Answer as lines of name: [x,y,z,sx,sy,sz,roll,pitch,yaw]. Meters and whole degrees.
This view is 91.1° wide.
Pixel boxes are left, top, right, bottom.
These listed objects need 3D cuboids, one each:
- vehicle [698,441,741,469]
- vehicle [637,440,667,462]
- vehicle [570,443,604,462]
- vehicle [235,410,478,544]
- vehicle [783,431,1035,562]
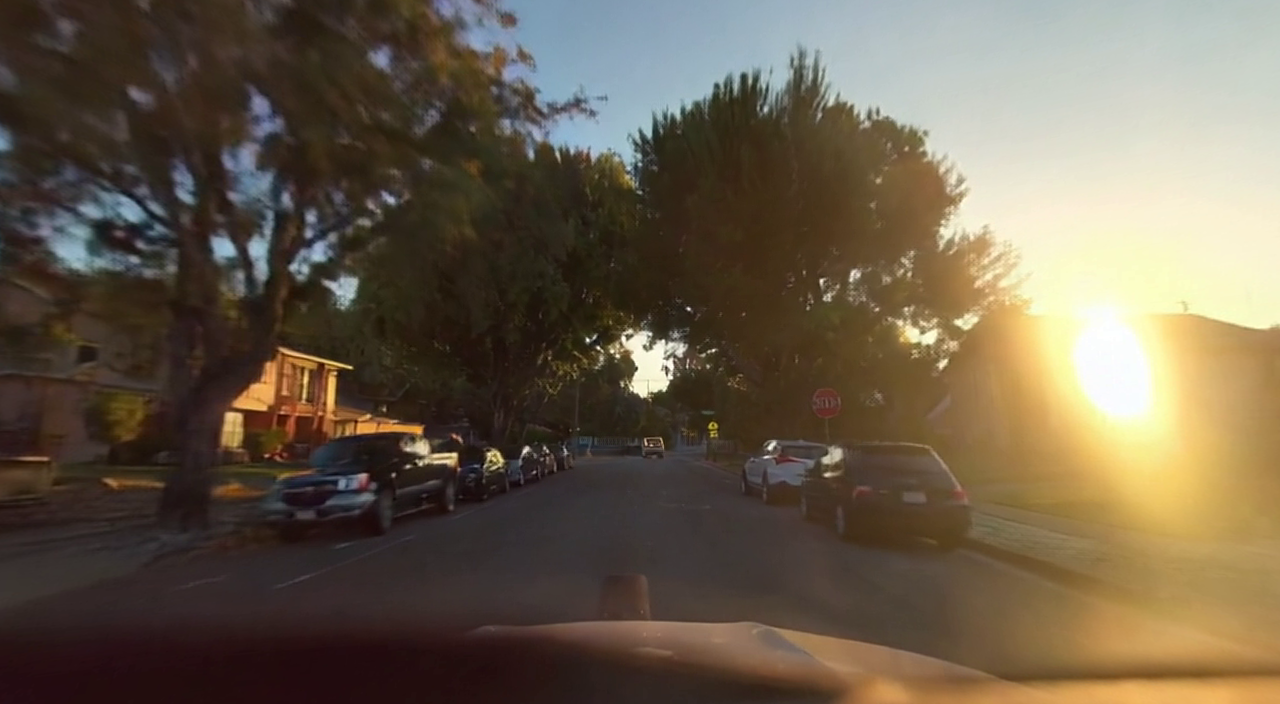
vehicle: [4.461,5.843,35.703,1.876,1.477,4.324,0,-8,0]
vehicle: [0.878,7.148,45.263,2.010,1.499,4.107,0,-9,1]
vehicle: [-4.077,7.834,49.026,1.999,1.441,4.628,-1,-8,4]
vehicle: [-4.721,2.148,11.519,2.162,1.857,4.758,2,-8,0]
vehicle: [3.711,2.055,9.798,1.987,1.518,4.686,0,-8,2]
